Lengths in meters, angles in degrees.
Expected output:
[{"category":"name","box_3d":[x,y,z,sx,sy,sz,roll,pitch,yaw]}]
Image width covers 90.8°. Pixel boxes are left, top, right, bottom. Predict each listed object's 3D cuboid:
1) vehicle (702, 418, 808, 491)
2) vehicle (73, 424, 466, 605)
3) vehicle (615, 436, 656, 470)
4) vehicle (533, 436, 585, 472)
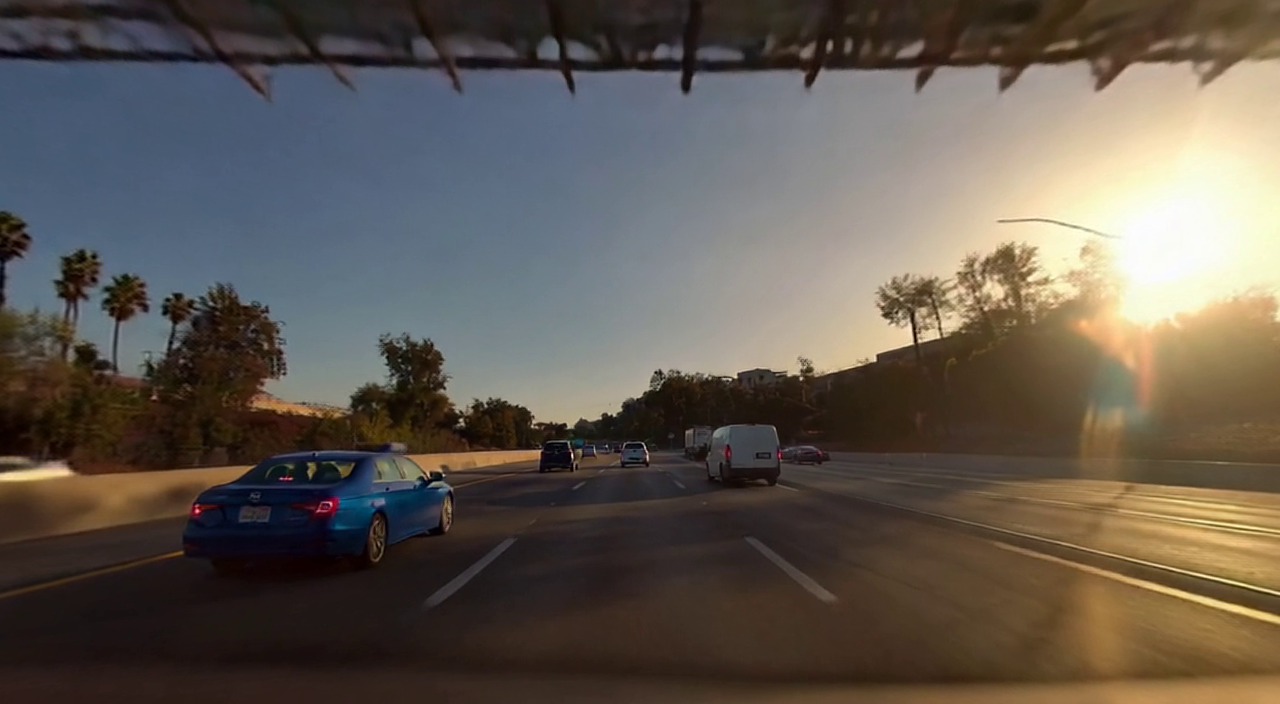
[{"category":"vehicle","box_3d":[3.557,3.346,20.862,2.250,2.074,5.723,0,-9,-2]},{"category":"vehicle","box_3d":[-3.656,1.674,7.448,1.991,1.469,4.381,0,-9,0]},{"category":"vehicle","box_3d":[-0.273,5.693,35.598,2.212,1.786,4.198,0,-9,-1]},{"category":"vehicle","box_3d":[-4.212,5.390,33.497,2.109,1.793,4.613,0,-9,0]}]
